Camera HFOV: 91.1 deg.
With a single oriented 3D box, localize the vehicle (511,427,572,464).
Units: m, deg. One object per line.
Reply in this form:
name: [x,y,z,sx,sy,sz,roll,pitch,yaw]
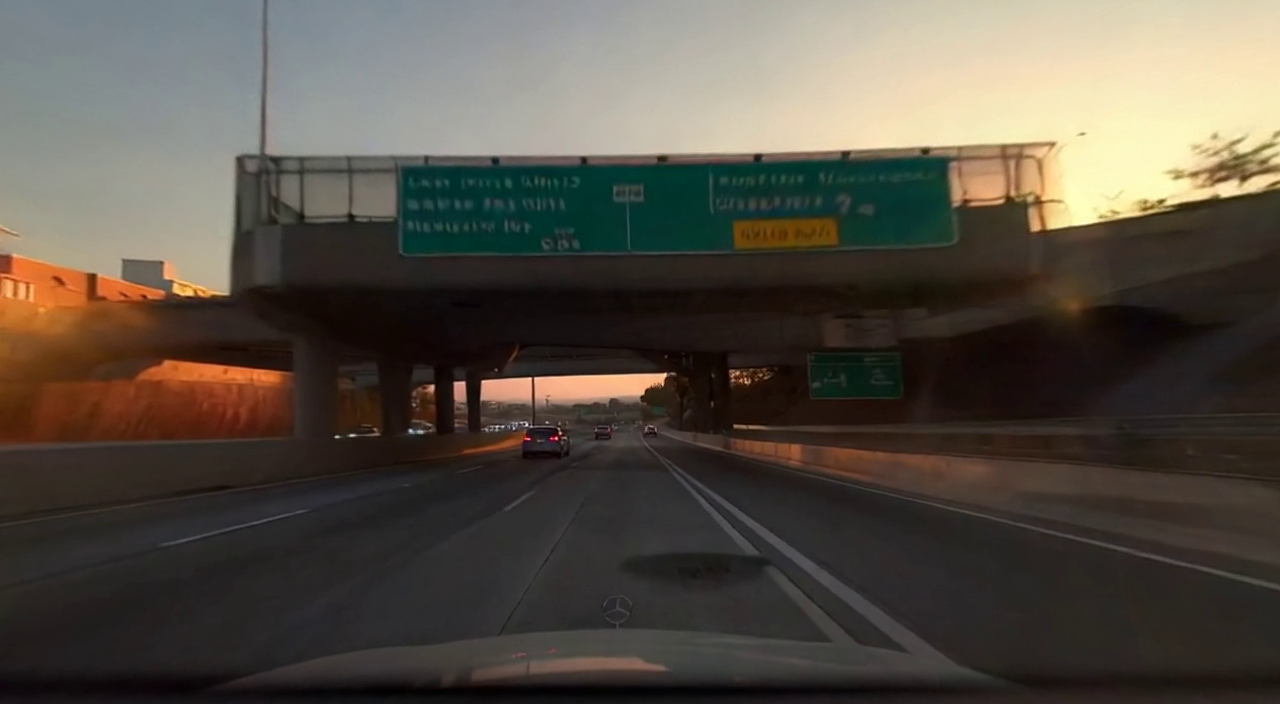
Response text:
vehicle: [-4.242,4.094,27.863,1.996,1.490,4.571,0,-8,-1]
